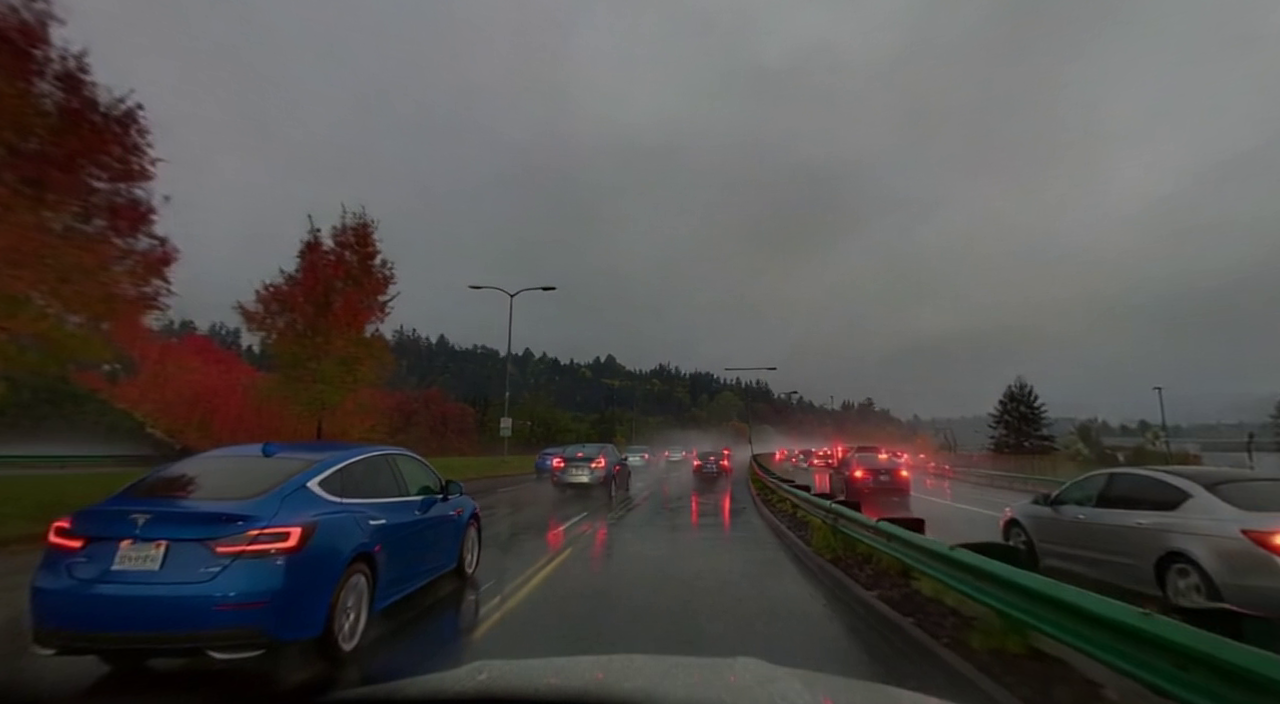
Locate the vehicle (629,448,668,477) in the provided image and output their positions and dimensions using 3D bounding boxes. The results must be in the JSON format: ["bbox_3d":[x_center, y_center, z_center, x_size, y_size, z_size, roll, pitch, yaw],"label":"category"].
[{"bbox_3d":[0.611,6.789,39.033,1.930,1.635,4.260,-1,-9,7],"label":"vehicle"}]

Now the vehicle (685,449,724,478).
[{"bbox_3d":[3.703,6.282,35.689,2.015,1.506,4.276,-1,-9,8],"label":"vehicle"}]

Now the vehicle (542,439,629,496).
[{"bbox_3d":[-1.673,3.804,21.091,1.979,1.663,4.513,-1,-9,7],"label":"vehicle"}]

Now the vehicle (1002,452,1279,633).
[{"bbox_3d":[6.548,1.976,7.480,1.869,1.516,4.753,0,-9,3],"label":"vehicle"}]

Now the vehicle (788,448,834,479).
[{"bbox_3d":[9.796,6.366,36.272,1.890,1.610,4.045,0,-9,6],"label":"vehicle"}]

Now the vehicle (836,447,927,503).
[{"bbox_3d":[7.848,3.997,20.889,1.768,1.634,4.064,0,-9,6],"label":"vehicle"}]

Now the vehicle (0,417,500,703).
[{"bbox_3d":[-2.847,1.448,5.647,1.921,1.503,4.317,0,-9,4],"label":"vehicle"}]
